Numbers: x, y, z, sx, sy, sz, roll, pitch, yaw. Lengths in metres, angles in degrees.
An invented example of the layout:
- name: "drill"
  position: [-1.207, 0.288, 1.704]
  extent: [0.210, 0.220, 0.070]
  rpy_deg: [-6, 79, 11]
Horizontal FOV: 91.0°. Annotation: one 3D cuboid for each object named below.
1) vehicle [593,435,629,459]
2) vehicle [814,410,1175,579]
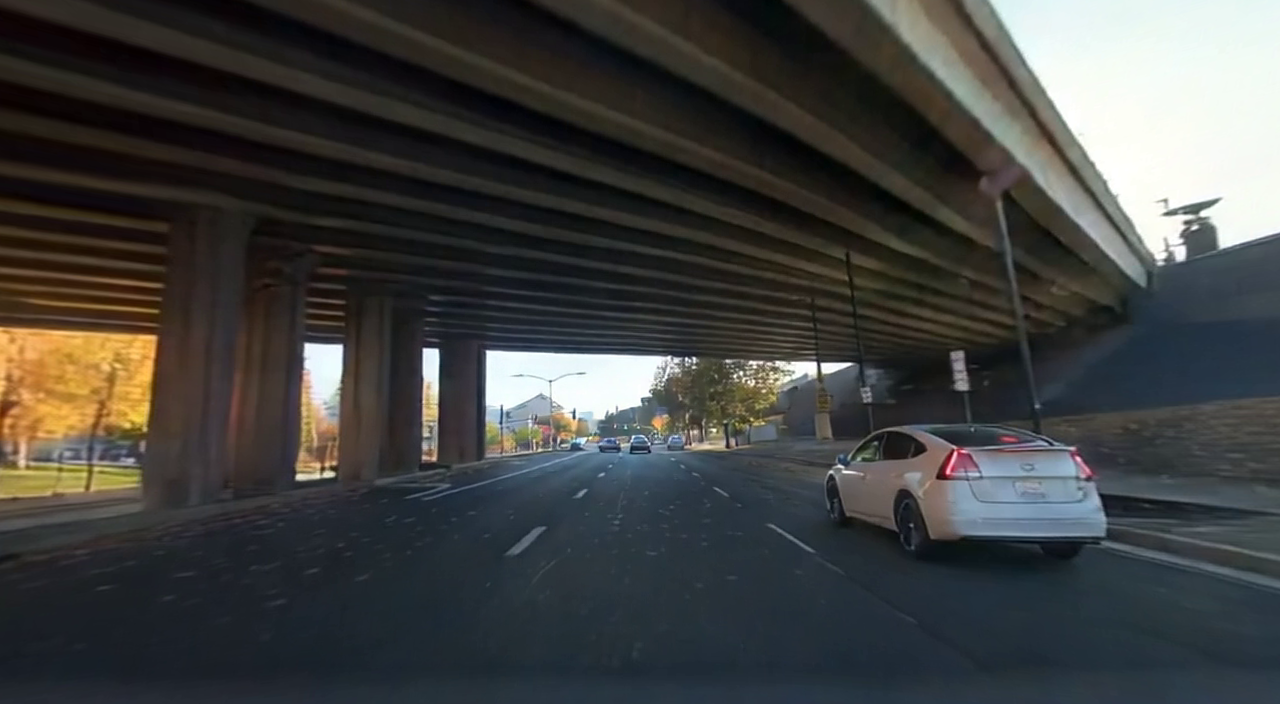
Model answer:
- name: "vehicle"
  position: [-1.969, 6.334, 41.805]
  extent: [2.055, 1.484, 4.143]
  rpy_deg: [1, -9, -7]
- name: "vehicle"
  position: [3.887, 1.648, 8.083]
  extent: [2.063, 1.542, 4.420]
  rpy_deg: [0, -9, 0]
